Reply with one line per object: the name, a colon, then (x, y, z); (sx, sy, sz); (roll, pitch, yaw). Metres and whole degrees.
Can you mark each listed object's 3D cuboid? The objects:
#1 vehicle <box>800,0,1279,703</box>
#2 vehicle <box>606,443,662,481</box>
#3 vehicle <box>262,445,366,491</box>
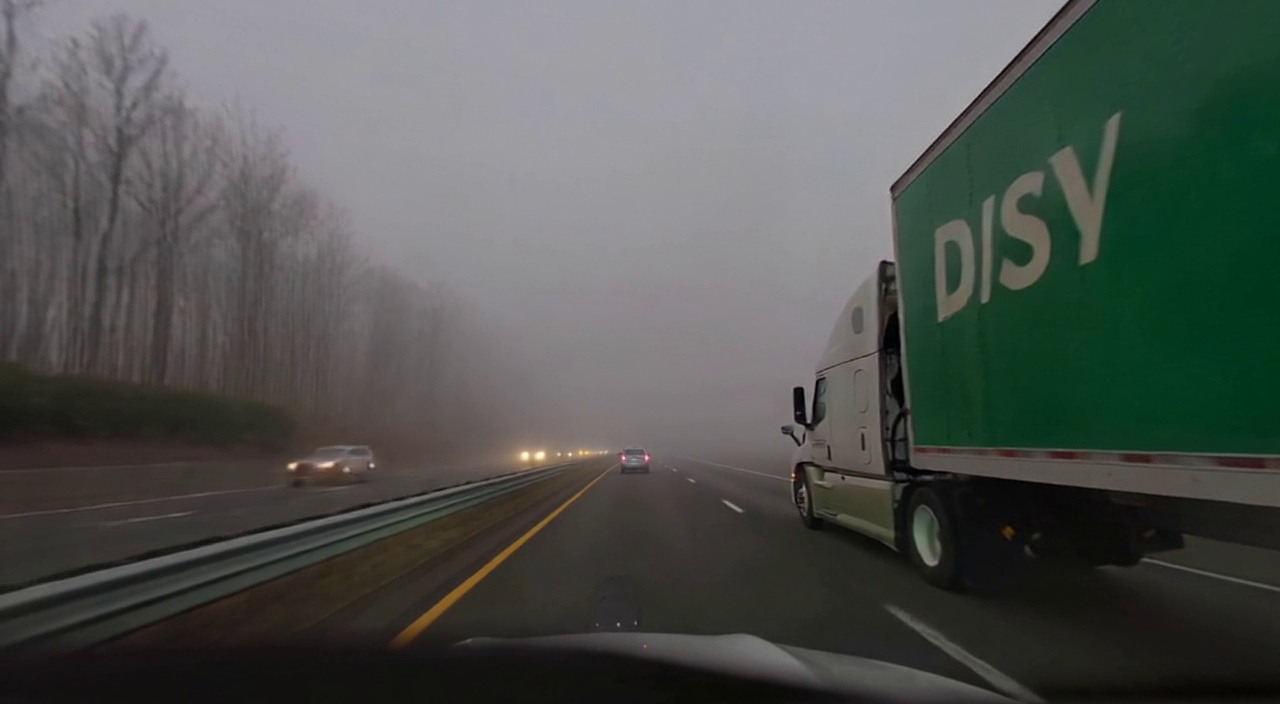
vehicle: (4.421, -0.299, 3.154); (3.317, 4.020, 14.141); (0, -9, -1)
vehicle: (-0.284, 4.751, 27.276); (2.244, 1.506, 4.097); (0, -9, -1)
vehicle: (-13.386, 4.765, 26.078); (1.995, 1.693, 4.326); (0, -9, 0)
